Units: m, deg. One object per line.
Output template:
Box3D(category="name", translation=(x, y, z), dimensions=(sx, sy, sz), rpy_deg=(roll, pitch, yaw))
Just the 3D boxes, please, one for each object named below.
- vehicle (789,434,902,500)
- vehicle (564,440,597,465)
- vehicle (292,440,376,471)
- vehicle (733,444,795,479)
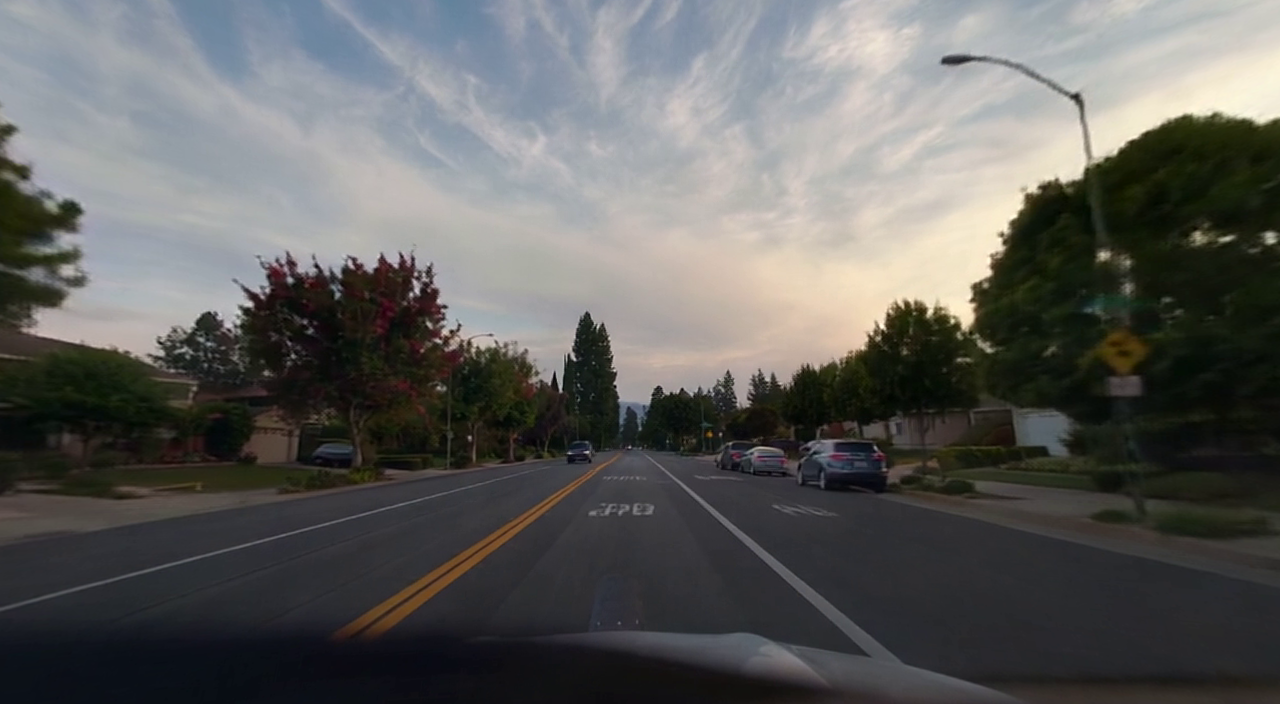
Box3D(category="vehicle", translation=(6.553, 3.692, 20.757), dimensions=(2.099, 1.878, 4.476), rpy_deg=(0, -8, -1))
Box3D(category="vehicle", translation=(-4.603, 7.854, 49.738), dimensions=(2.050, 1.841, 5.290), rpy_deg=(0, -8, 0))
Box3D(category="vehicle", translation=(-21.189, 7.174, 43.930), dimensions=(4.461, 2.065, 2.574), rpy_deg=(0, -8, -2))
Box3D(category="vehicle", translation=(6.281, 5.565, 32.484), dimensions=(2.226, 1.682, 4.461), rpy_deg=(0, -8, -1))
